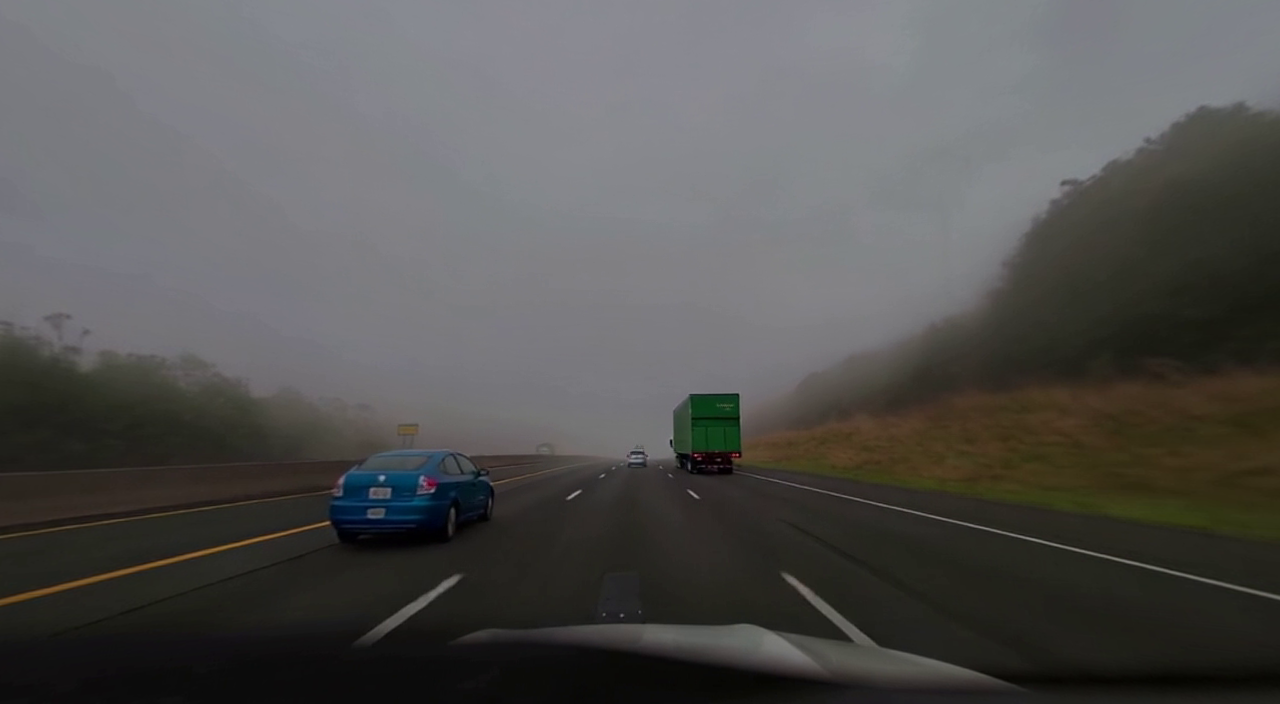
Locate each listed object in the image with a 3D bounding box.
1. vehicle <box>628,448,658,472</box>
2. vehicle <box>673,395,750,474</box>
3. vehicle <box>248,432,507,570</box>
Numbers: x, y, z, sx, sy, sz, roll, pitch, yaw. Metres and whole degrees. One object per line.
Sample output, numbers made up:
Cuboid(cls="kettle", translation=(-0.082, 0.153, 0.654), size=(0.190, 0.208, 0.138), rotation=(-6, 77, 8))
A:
Cuboid(cls="vehicle", translation=(0.191, 7.198, 42.238), size=(1.931, 1.453, 3.695), rotation=(0, -9, 0))
Cuboid(cls="vehicle", translation=(3.963, 5.245, 38.911), size=(2.947, 3.989, 13.568), rotation=(0, -9, -1))
Cuboid(cls="vehicle", translation=(-3.363, 1.980, 9.135), size=(1.952, 1.521, 4.095), rotation=(0, -9, 0))
